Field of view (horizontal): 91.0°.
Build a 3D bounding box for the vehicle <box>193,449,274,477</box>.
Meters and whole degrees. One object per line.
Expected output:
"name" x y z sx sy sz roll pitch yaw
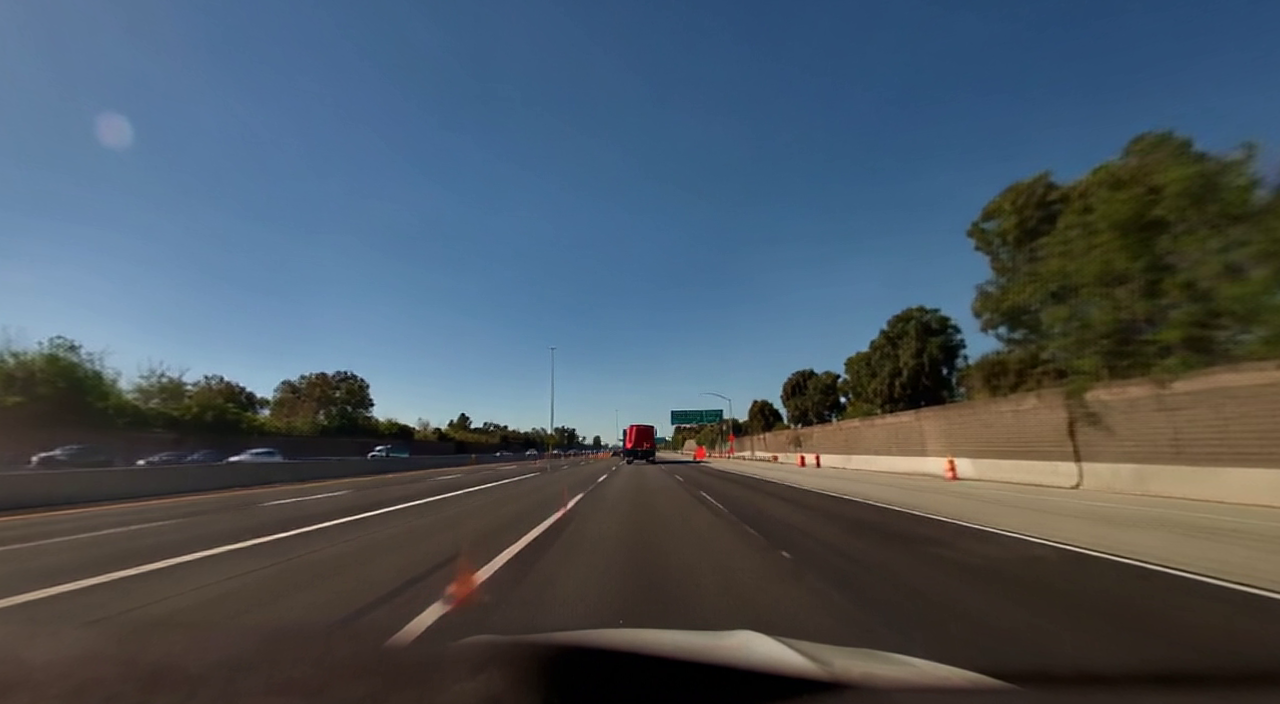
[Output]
"vehicle" -26.948 7.341 41.953 2.117 1.685 4.810 0 -9 1
